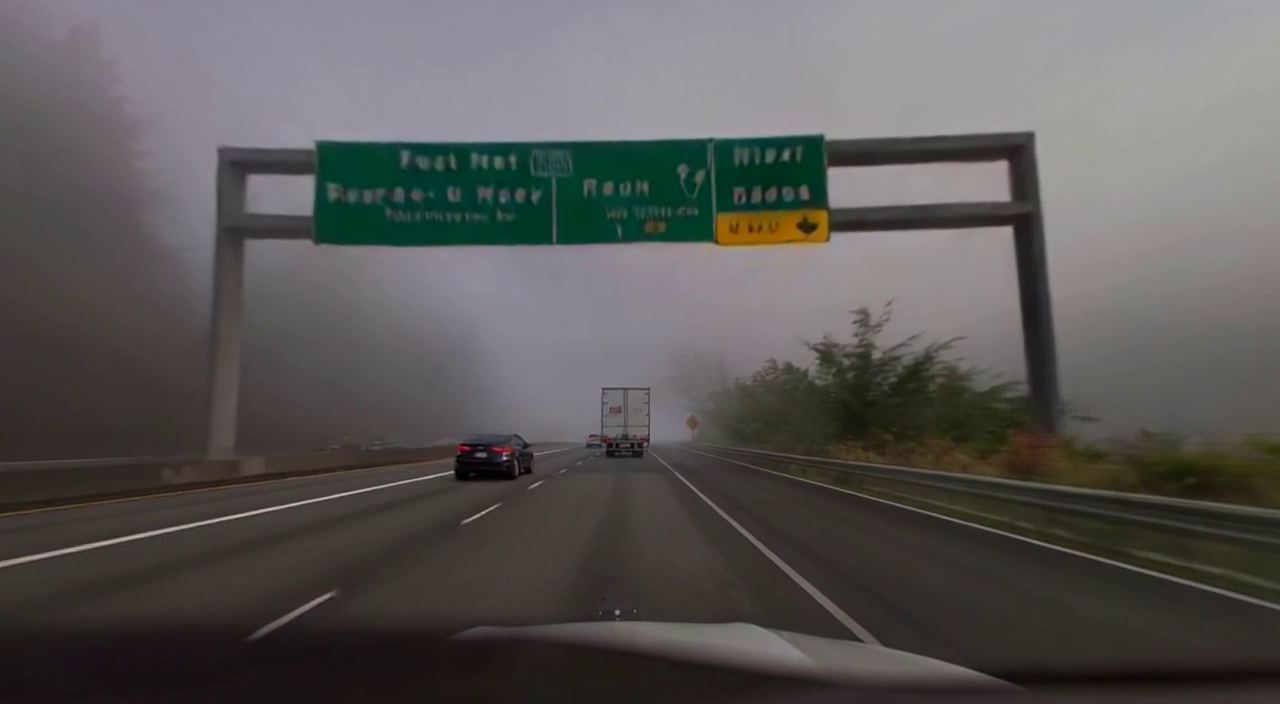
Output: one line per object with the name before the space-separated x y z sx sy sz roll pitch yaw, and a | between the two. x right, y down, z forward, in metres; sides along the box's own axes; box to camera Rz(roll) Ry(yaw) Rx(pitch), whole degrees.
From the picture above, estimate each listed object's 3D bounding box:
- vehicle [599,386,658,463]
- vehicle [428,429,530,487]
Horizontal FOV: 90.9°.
vehicle | -0.699 4.118 35.226 2.855 3.741 8.587 0 -8 -2
vehicle | -4.518 3.022 18.330 1.931 1.479 4.083 0 -8 -1
